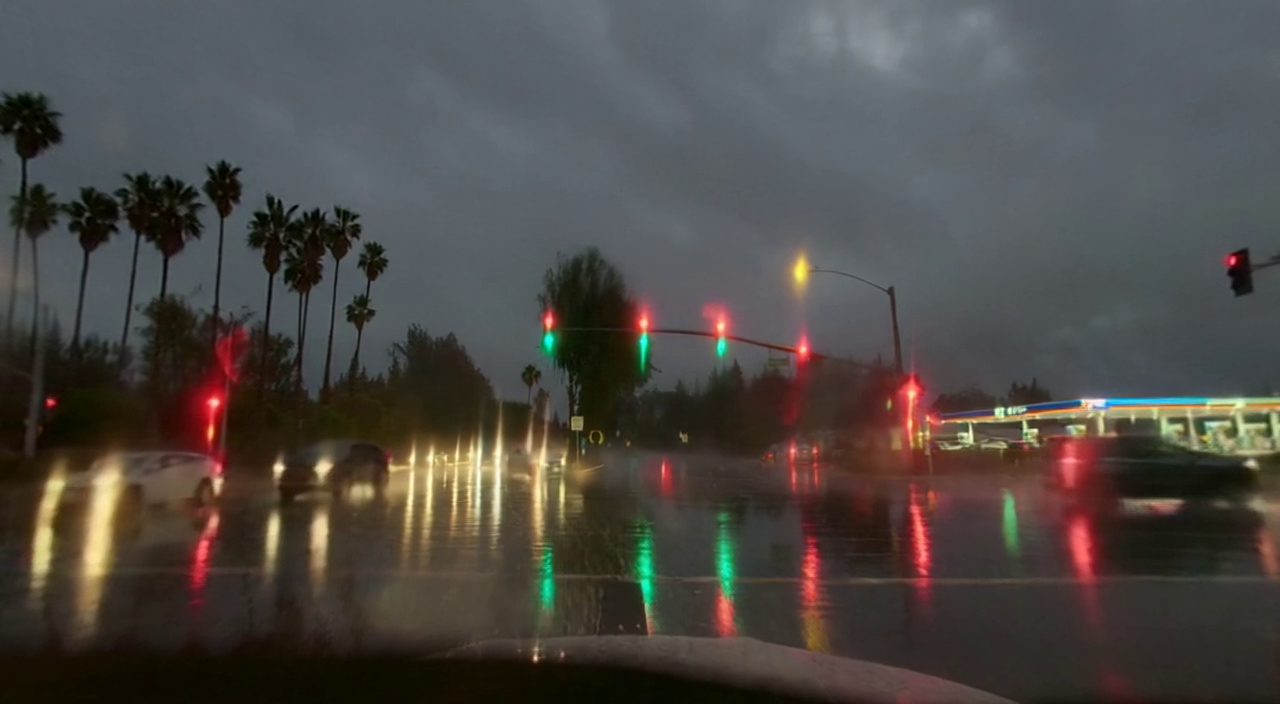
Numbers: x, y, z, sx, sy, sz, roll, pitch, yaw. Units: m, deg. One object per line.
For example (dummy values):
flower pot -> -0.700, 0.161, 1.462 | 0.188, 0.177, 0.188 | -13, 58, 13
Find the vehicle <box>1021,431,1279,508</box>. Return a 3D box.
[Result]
vehicle -> 12.377, 2.777, 15.206 | 4.938, 1.651, 2.138 | -1, -9, 8

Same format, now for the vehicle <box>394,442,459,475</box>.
vehicle -> -11.874, 5.950, 35.502 | 1.973, 1.712, 4.872 | 0, -9, 0

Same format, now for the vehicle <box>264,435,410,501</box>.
vehicle -> -8.512, 3.286, 18.275 | 2.156, 1.662, 4.186 | 0, -9, -1

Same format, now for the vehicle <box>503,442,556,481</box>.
vehicle -> -4.620, 4.522, 26.460 | 1.983, 1.464, 4.579 | 1, -9, -10

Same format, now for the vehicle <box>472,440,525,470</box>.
vehicle -> -8.553, 6.296, 38.607 | 2.124, 1.701, 4.551 | 0, -9, 1

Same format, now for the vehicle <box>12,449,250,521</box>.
vehicle -> -11.807, 3.060, 15.191 | 1.966, 1.455, 4.493 | 0, -9, 0

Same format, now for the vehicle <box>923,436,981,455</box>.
vehicle -> 22.538, 6.766, 45.664 | 3.356, 1.395, 1.559 | 0, -9, -1
